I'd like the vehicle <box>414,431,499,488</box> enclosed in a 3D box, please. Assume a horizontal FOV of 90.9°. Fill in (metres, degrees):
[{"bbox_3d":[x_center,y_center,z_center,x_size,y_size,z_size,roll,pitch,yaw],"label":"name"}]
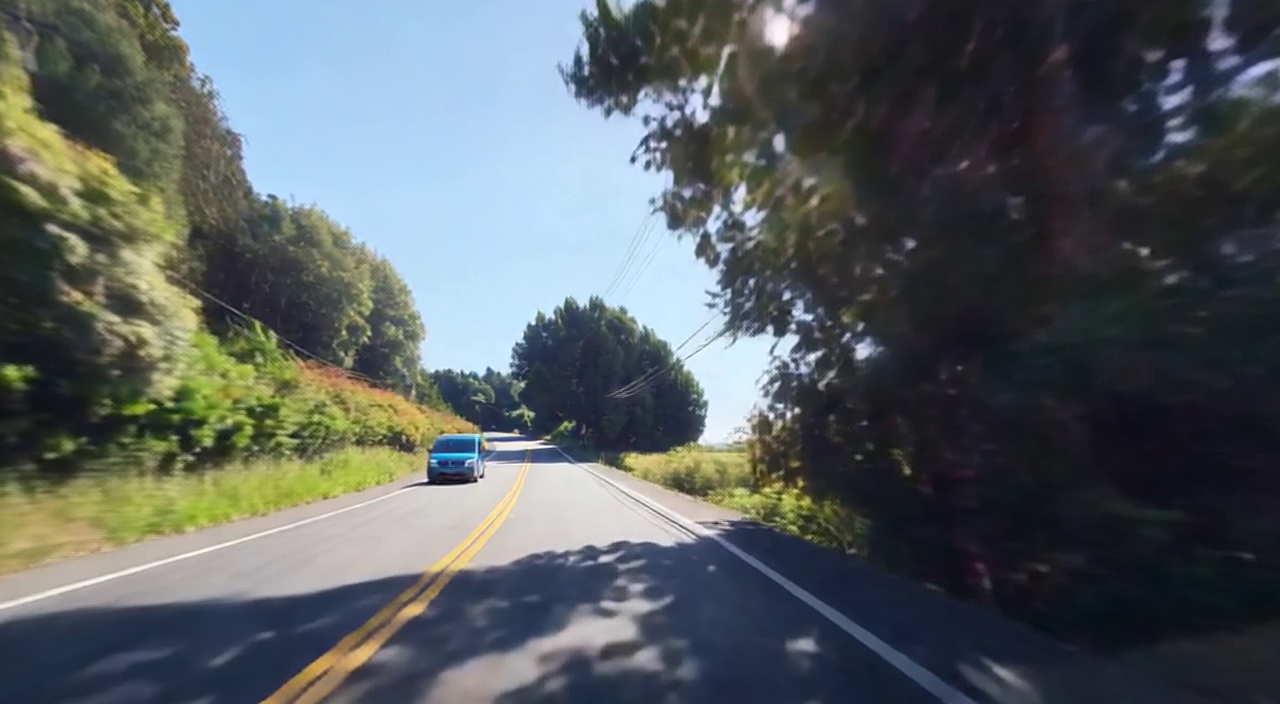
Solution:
[{"bbox_3d":[-6.660,3.956,23.509,2.213,1.882,4.693,1,-9,-6],"label":"vehicle"}]
